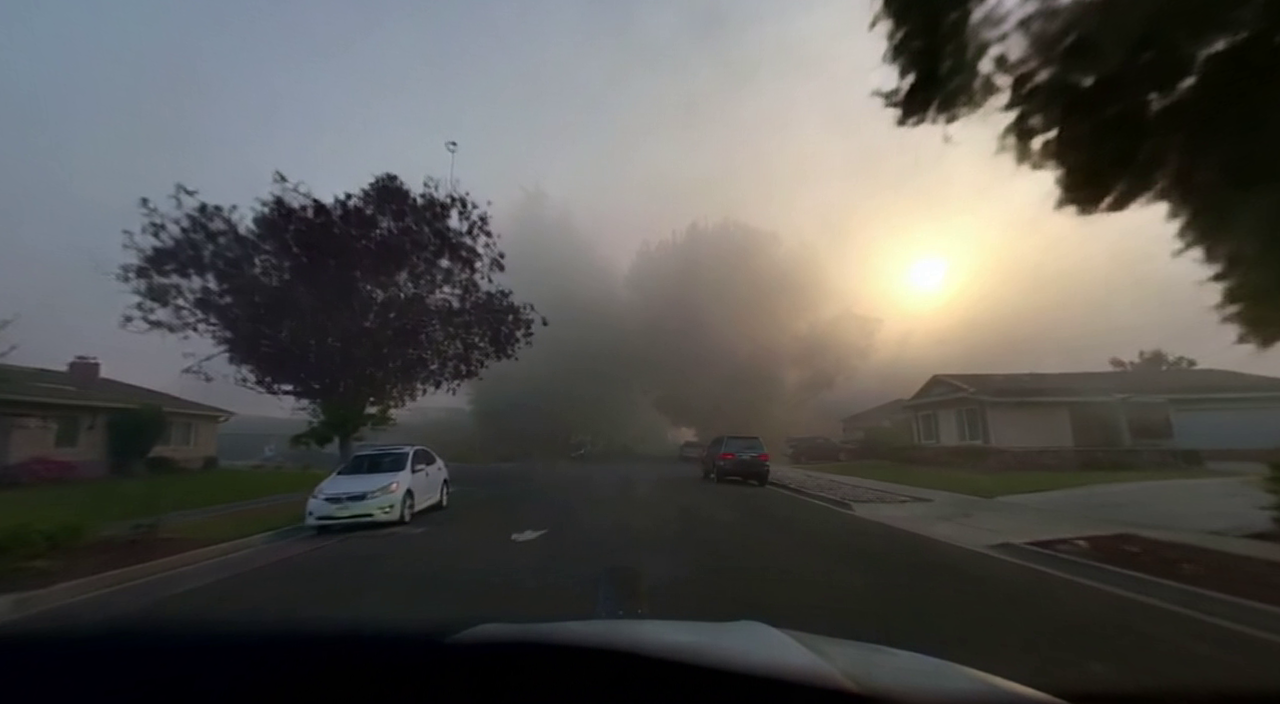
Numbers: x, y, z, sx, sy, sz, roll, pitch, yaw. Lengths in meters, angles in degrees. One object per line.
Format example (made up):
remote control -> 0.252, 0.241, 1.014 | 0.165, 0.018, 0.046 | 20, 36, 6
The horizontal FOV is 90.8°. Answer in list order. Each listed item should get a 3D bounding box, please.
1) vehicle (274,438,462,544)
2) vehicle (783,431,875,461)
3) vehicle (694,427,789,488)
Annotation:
vehicle -> -4.817, 2.439, 12.040 | 1.981, 1.463, 4.631 | 0, -7, -6
vehicle -> 11.185, 5.588, 37.608 | 4.781, 1.700, 1.914 | 1, -8, -4
vehicle -> 3.244, 3.517, 21.365 | 2.228, 1.813, 4.901 | 0, -8, -2
